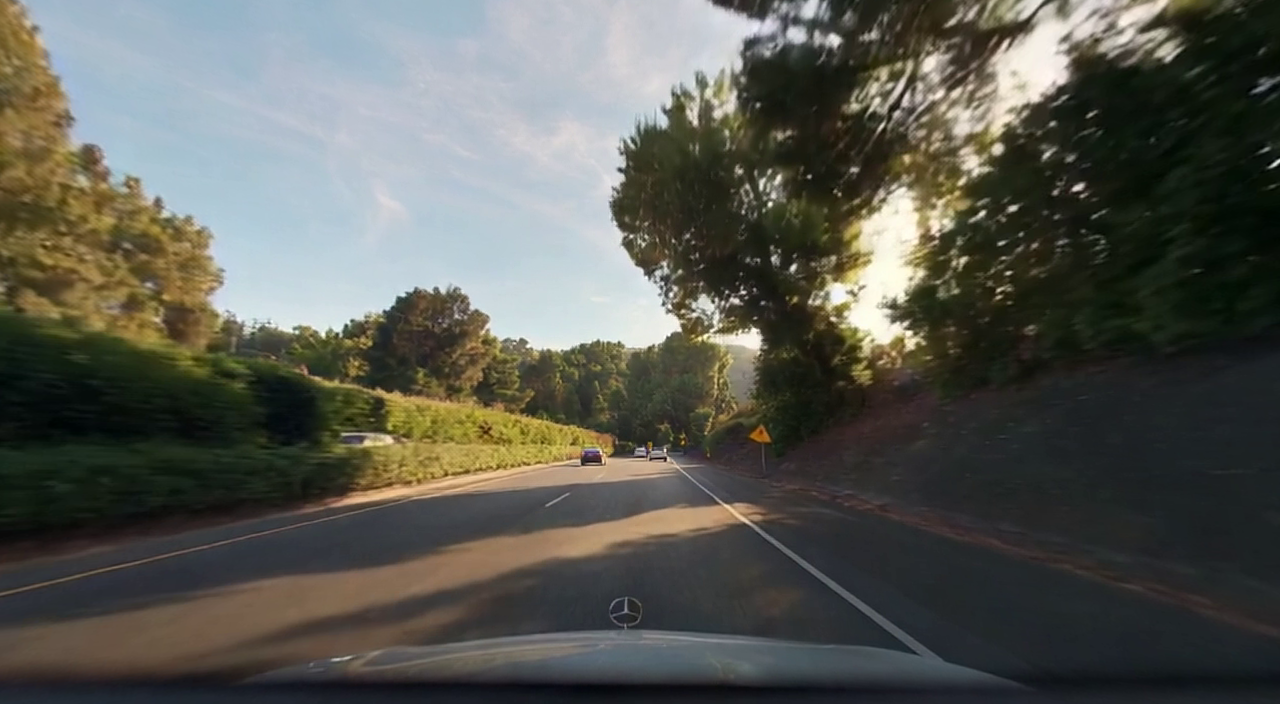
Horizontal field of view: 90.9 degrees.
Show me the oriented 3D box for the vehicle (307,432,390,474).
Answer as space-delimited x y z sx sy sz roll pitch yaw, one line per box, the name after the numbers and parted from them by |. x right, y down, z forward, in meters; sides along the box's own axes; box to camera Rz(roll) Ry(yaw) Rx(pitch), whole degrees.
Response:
-17.235 5.995 37.614 2.385 2.325 5.106 0 -9 1 | vehicle

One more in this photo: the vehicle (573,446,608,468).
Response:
-3.432 7.332 44.078 2.033 1.449 3.957 0 -9 1 | vehicle
